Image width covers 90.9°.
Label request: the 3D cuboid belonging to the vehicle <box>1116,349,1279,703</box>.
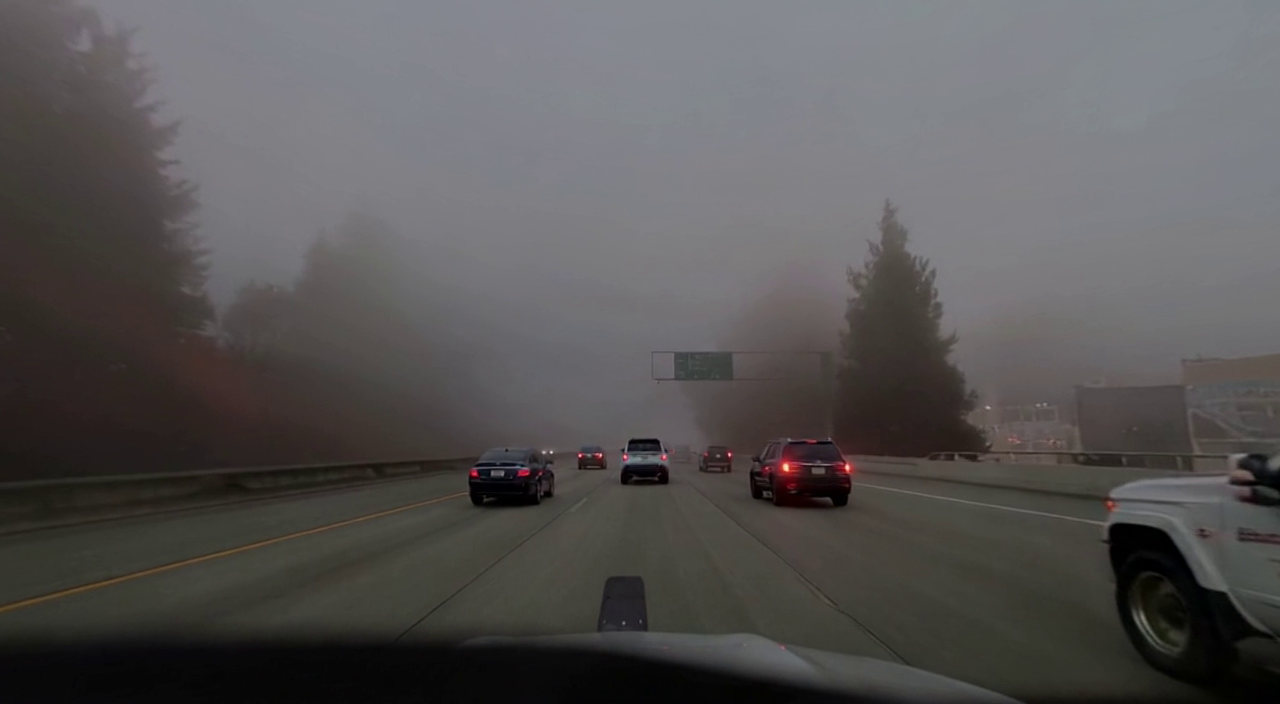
[{"bbox_3d":[3.866,0.634,1.370,2.156,1.701,4.494,-1,-8,1],"label":"vehicle"}]

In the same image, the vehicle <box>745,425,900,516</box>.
[{"bbox_3d":[3.764,2.524,13.939,2.094,1.676,4.309,0,-8,0],"label":"vehicle"}]

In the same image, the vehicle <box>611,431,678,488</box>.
[{"bbox_3d":[0.151,3.820,22.705,2.153,1.805,4.631,0,-8,0],"label":"vehicle"}]

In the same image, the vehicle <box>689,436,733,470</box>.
[{"bbox_3d":[4.072,5.836,36.658,2.039,1.832,3.989,0,-8,-1],"label":"vehicle"}]

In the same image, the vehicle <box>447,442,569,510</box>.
[{"bbox_3d":[-3.109,3.032,16.052,1.965,1.443,4.968,-1,-8,1],"label":"vehicle"}]

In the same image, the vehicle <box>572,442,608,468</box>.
[{"bbox_3d":[-3.361,6.966,42.885,1.951,1.694,4.188,-1,-8,2],"label":"vehicle"}]
